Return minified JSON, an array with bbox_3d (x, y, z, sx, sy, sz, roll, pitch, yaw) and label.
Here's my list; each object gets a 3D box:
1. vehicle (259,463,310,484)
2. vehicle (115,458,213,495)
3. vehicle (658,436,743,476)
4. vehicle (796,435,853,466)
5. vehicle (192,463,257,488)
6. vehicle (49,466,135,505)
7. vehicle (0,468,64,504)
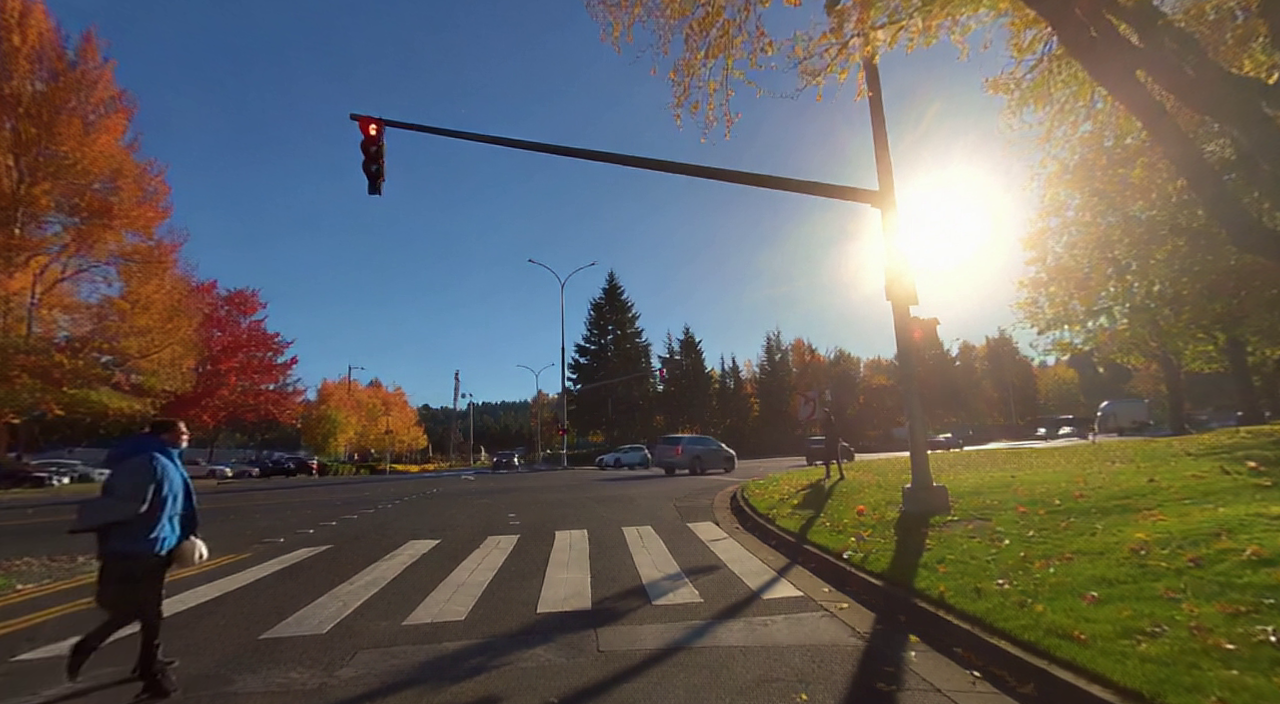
[{"bbox_3d":[-28.139,9.587,49.741,1.776,1.452,3.920,0,-9,0],"label":"vehicle"},{"bbox_3d":[-27.832,7.272,36.909,2.064,1.913,5.081,0,-9,-4],"label":"vehicle"},{"bbox_3d":[3.160,5.209,31.692,2.036,1.849,4.811,-7,-11,36],"label":"vehicle"},{"bbox_3d":[12.170,6.427,41.110,1.942,1.920,4.263,-8,-11,39],"label":"vehicle"},{"bbox_3d":[-28.538,8.474,43.160,1.768,1.465,3.972,0,-9,-1],"label":"vehicle"},{"bbox_3d":[-25.428,6.153,29.249,1.694,1.528,4.225,3,-9,-23],"label":"vehicle"},{"bbox_3d":[-30.327,6.446,30.328,1.800,1.520,3.968,2,-9,-13],"label":"vehicle"}]
